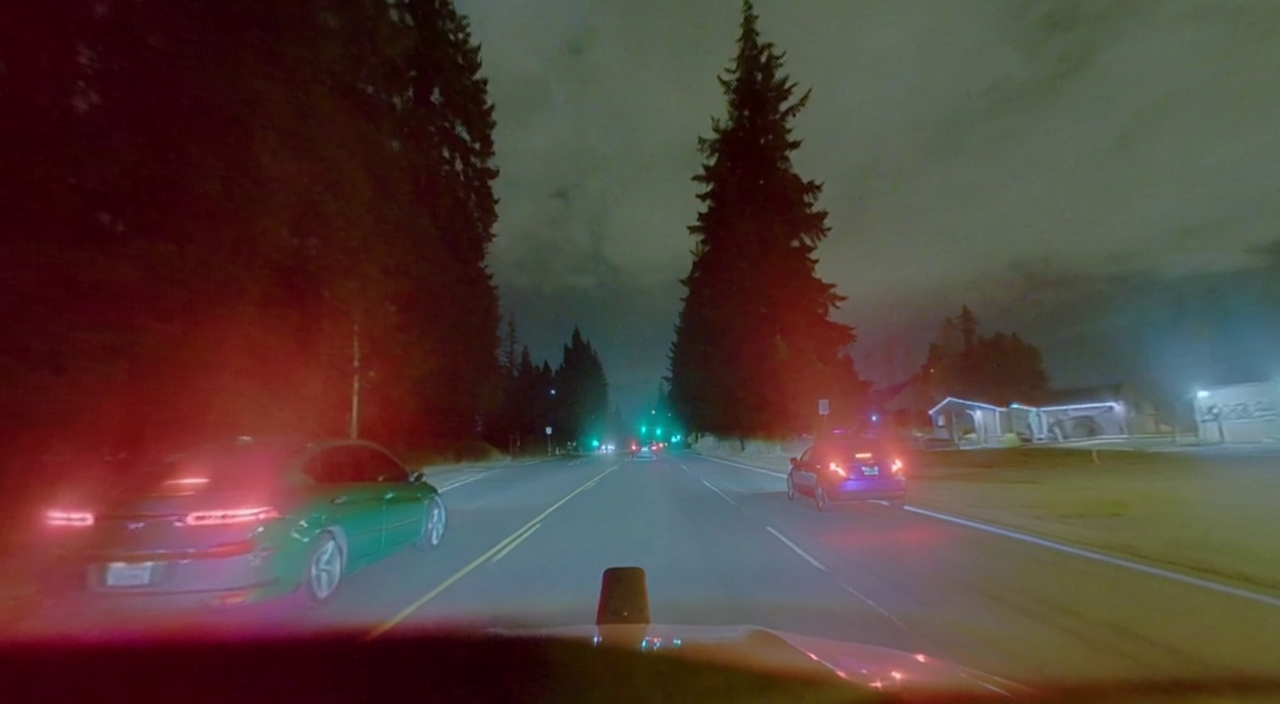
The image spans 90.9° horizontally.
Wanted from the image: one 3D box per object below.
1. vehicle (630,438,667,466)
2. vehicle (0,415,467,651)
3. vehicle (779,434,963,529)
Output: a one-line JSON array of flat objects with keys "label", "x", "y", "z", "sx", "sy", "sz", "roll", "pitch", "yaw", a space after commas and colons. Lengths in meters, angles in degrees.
[{"label": "vehicle", "x": 0.588, "y": 6.311, "z": 40.060, "sx": 2.206, "sy": 1.525, "sz": 4.695, "roll": -1, "pitch": -7, "yaw": 1}, {"label": "vehicle", "x": -3.658, "y": 1.533, "z": 6.722, "sx": 2.162, "sy": 1.546, "sz": 4.889, "roll": -1, "pitch": -7, "yaw": 1}, {"label": "vehicle", "x": 4.228, "y": 2.386, "z": 12.450, "sx": 1.943, "sy": 1.471, "sz": 4.515, "roll": -1, "pitch": -7, "yaw": 0}]
